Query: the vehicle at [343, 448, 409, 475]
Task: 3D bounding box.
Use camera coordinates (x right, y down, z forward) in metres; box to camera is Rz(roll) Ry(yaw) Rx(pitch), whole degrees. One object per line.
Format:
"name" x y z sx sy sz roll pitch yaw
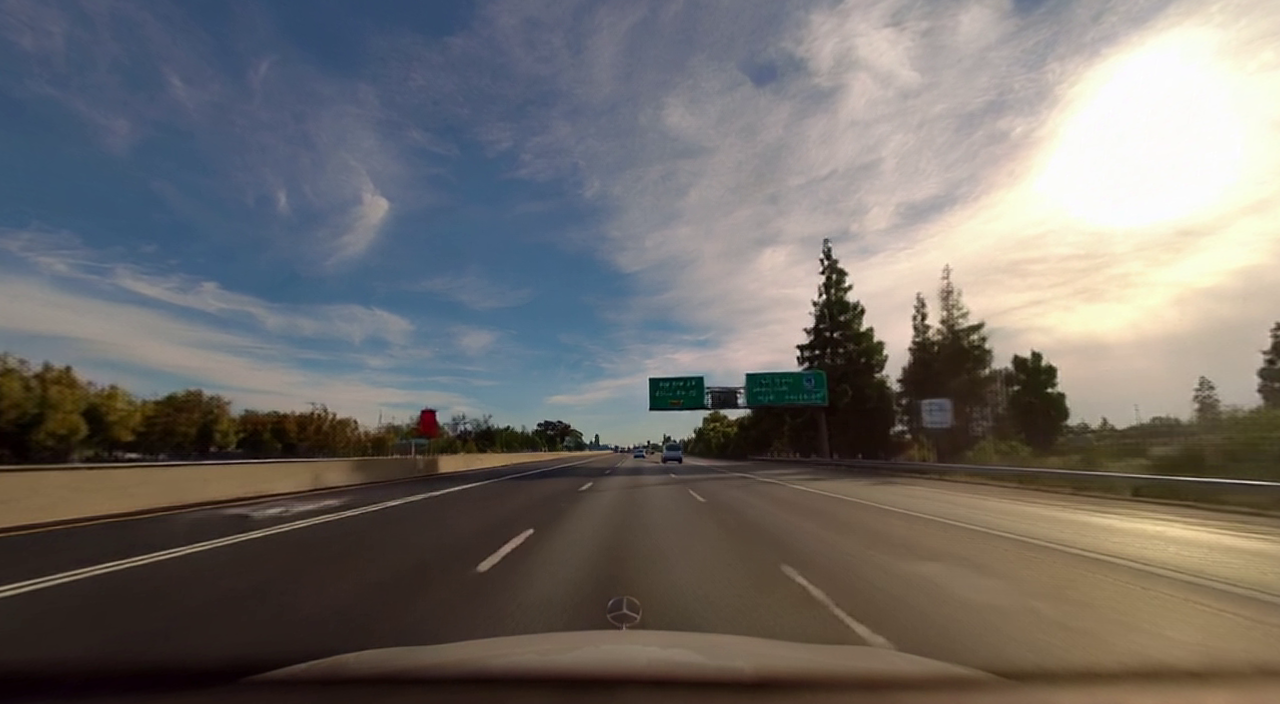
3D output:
"vehicle" -15.653 6.513 37.657 1.903 1.486 4.666 0 -9 1
